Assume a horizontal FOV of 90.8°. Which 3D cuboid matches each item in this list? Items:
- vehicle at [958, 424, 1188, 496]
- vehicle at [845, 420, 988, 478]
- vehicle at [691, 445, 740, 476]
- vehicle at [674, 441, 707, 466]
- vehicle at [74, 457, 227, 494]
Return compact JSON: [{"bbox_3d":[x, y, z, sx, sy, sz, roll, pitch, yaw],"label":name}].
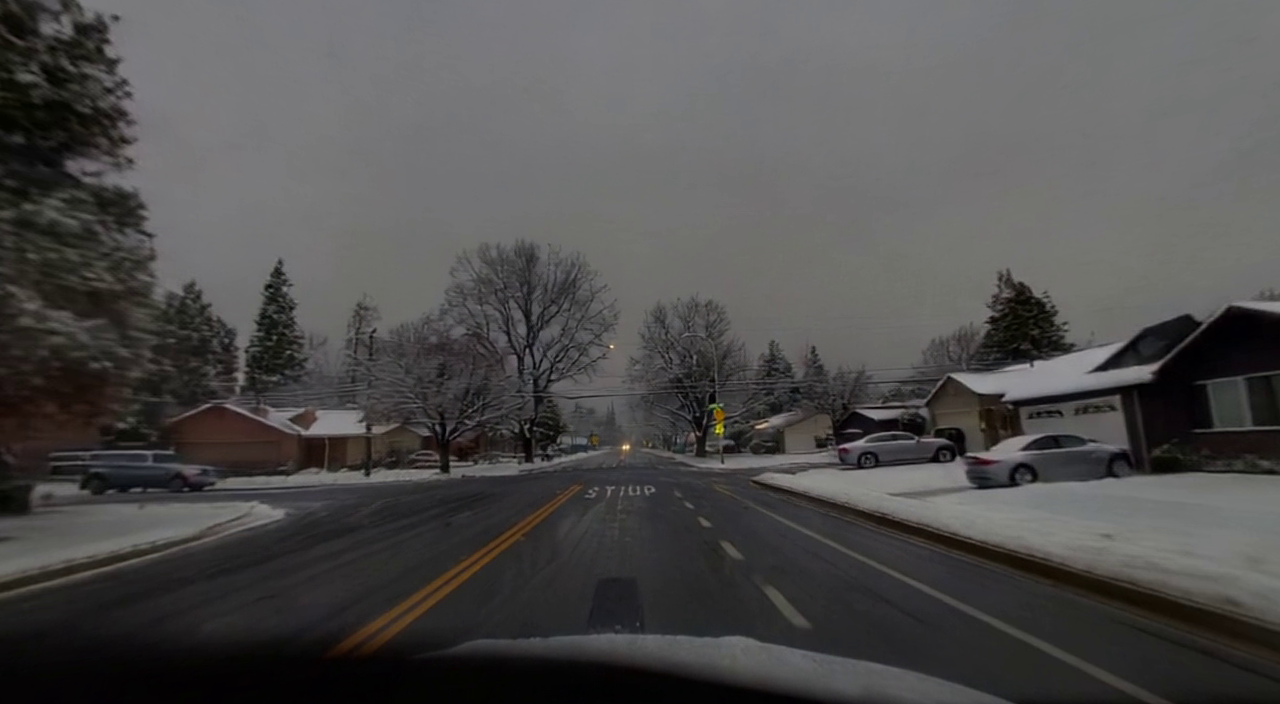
[{"bbox_3d":[11.025,2.757,16.325,4.493,1.493,1.926,-3,-8,-3],"label":"vehicle"},{"bbox_3d":[10.893,3.851,25.203,4.459,1.696,2.361,-6,-8,-1],"label":"vehicle"},{"bbox_3d":[3.851,5.592,32.772,1.940,1.470,4.101,0,-9,-1],"label":"vehicle"},{"bbox_3d":[3.748,7.664,47.764,2.032,1.792,4.849,0,-9,-1],"label":"vehicle"},{"bbox_3d":[-21.647,5.474,28.101,5.074,1.511,1.978,0,-9,0],"label":"vehicle"}]
